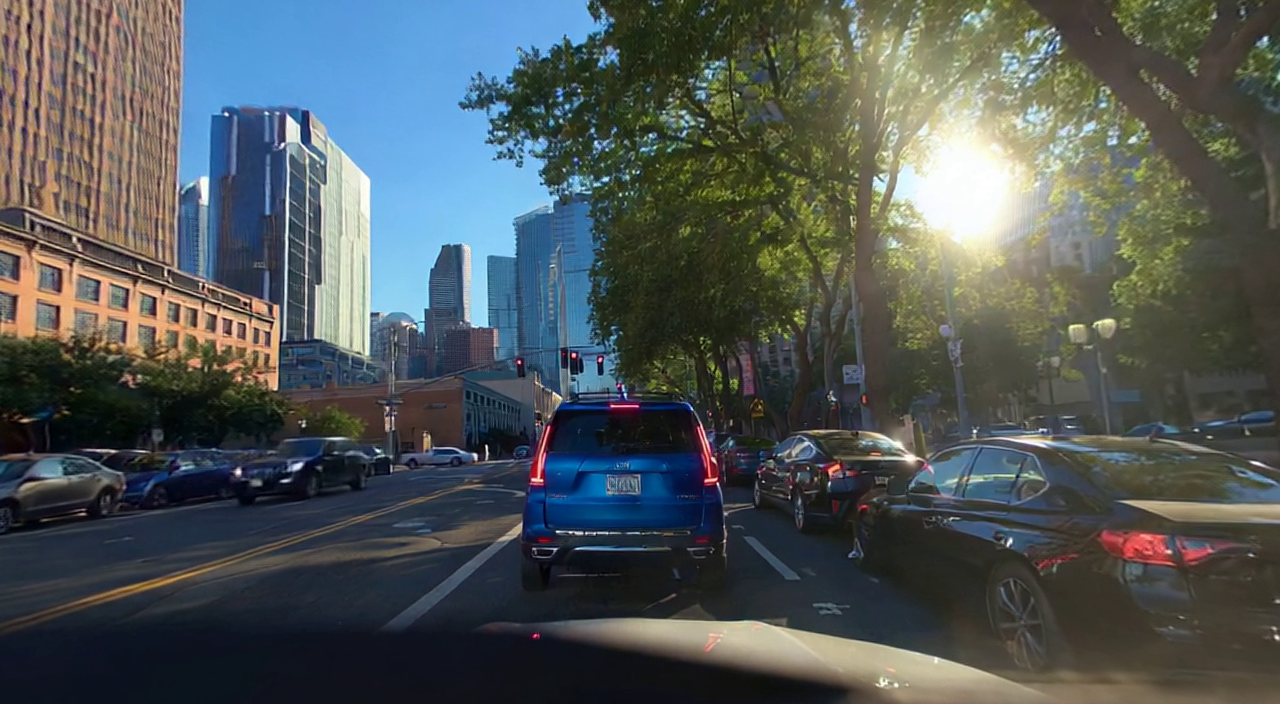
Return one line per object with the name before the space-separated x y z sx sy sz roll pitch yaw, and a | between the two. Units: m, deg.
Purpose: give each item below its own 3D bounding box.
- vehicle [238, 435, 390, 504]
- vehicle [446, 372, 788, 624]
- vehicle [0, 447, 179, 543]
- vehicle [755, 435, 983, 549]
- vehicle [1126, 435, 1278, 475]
vehicle | -9.135 3.301 18.126 2.054 1.722 4.292 0 -8 0
vehicle | -0.158 1.363 6.760 2.453 1.816 4.300 0 -8 0
vehicle | -12.545 2.910 13.462 1.891 1.723 4.360 0 -8 1
vehicle | 3.291 2.083 10.084 2.056 1.422 4.130 0 -8 -1
vehicle | 22.154 4.054 24.972 4.055 1.469 1.848 -4 -9 26
